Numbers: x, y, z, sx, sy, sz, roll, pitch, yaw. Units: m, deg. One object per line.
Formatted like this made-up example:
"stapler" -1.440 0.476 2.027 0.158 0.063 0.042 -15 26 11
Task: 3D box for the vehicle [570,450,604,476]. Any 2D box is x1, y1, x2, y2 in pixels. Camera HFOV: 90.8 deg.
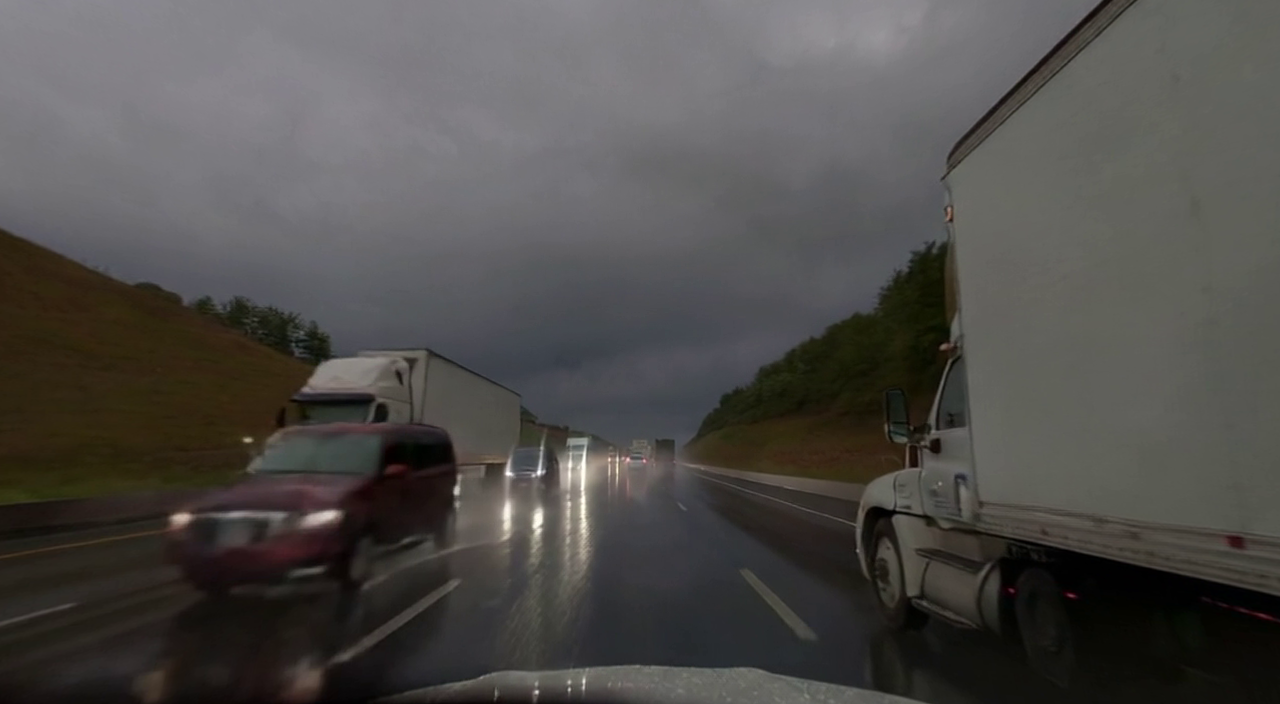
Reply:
"vehicle" -3.940 8.350 47.721 2.127 1.806 4.243 0 -9 0

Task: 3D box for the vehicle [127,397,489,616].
"vehicle" -3.357 1.655 7.589 2.088 1.860 4.164 0 -9 -1

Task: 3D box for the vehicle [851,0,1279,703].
"vehicle" 3.084 -0.168 1.412 2.959 3.973 5.928 0 -9 -1

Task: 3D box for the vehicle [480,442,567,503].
"vehicle" -3.788 4.011 21.426 2.088 1.800 4.543 0 -9 0
